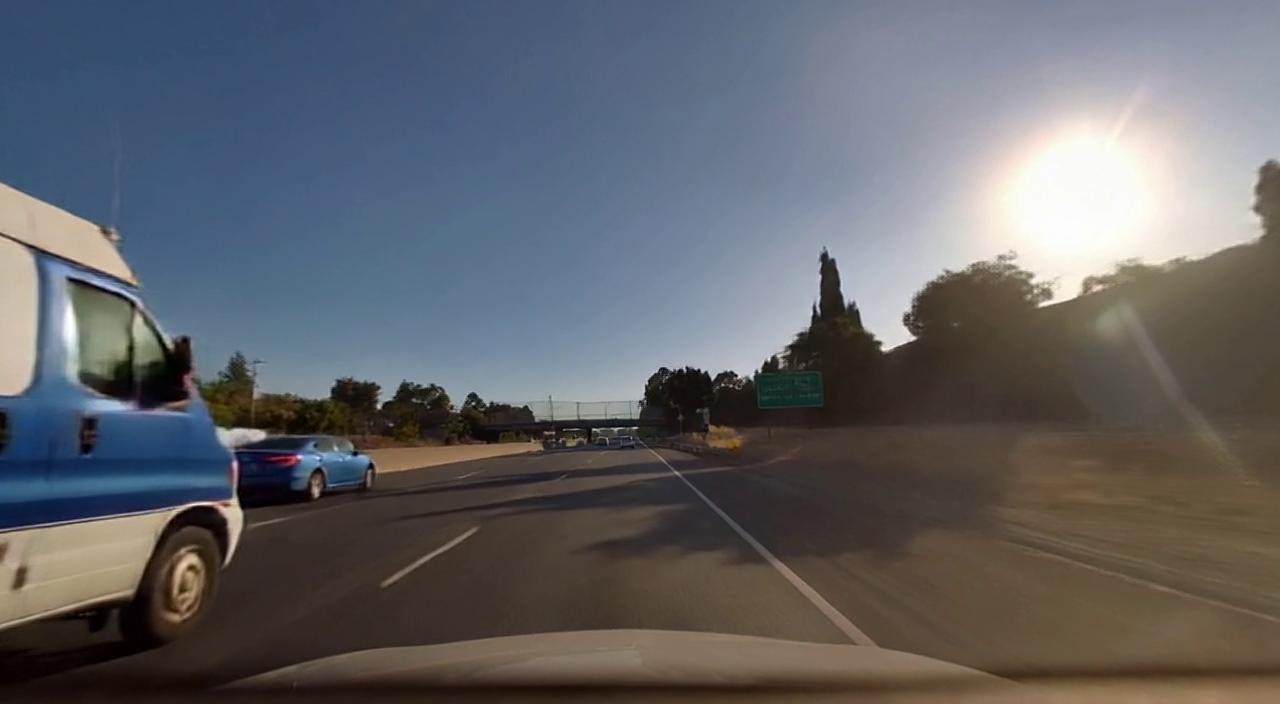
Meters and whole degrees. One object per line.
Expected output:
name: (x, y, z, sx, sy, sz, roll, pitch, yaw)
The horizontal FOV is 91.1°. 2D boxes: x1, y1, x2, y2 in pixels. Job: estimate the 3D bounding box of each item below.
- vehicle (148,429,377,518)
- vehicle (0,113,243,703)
vehicle: (-7.192, 2.318, 12.659, 1.949, 1.465, 4.318, 0, -8, 0)
vehicle: (-4.204, 0.016, 0.876, 2.428, 2.782, 7.330, 0, -8, 0)
